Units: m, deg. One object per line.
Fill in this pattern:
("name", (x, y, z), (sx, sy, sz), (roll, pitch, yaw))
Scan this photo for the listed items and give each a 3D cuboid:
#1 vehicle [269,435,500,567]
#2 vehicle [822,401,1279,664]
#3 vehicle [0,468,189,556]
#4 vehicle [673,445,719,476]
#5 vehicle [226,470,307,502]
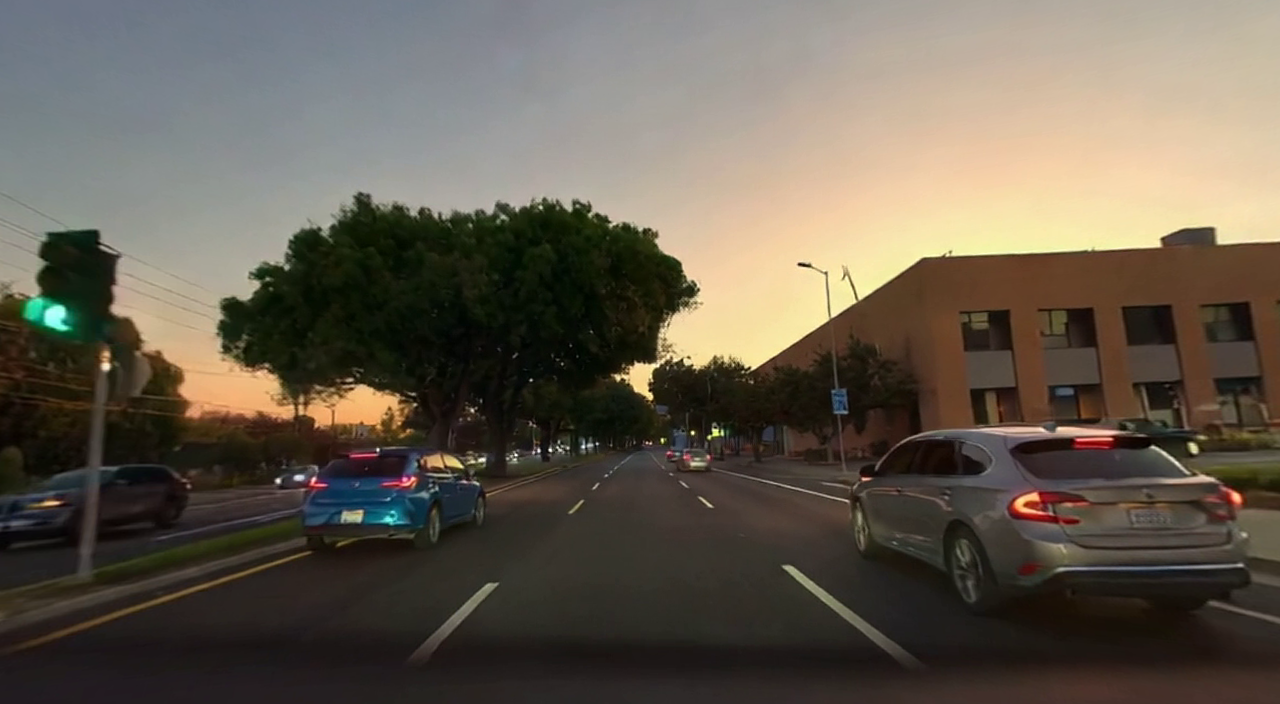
("vehicle", (-3.639, 2.162, 9.954), (1.935, 1.617, 4.045), (0, -8, 0))
("vehicle", (3.564, 1.476, 6.322), (2.085, 1.655, 4.459), (0, -8, -1))
("vehicle", (-14.436, 3.871, 15.971), (2.014, 1.616, 5.527), (0, -8, -1))
("vehicle", (3.240, 6.366, 37.256), (2.066, 1.699, 4.419), (0, -9, -3))
("vehicle", (-21.283, 7.650, 36.269), (1.852, 1.484, 4.507), (0, -8, 1))
